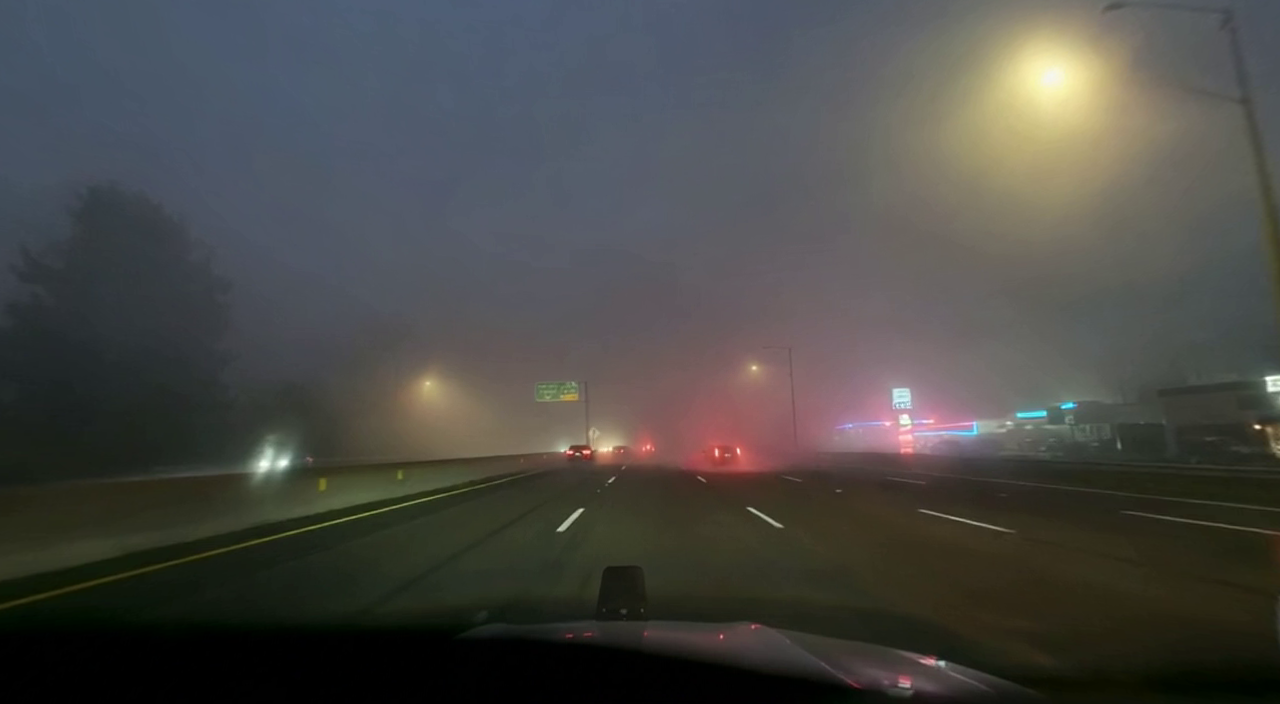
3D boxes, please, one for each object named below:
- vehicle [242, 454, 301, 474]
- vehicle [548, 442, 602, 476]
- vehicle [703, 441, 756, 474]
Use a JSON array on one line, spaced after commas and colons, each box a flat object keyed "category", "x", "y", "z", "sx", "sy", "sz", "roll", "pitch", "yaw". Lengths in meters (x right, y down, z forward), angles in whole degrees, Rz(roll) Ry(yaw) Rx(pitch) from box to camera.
[{"category": "vehicle", "x": -28.585, "y": 8.680, "z": 49.148, "sx": 1.859, "sy": 1.434, "sz": 4.616, "roll": 0, "pitch": -9, "yaw": -1}, {"category": "vehicle", "x": -3.080, "y": 5.165, "z": 30.807, "sx": 2.114, "sy": 1.510, "sz": 4.186, "roll": -1, "pitch": -9, "yaw": 1}, {"category": "vehicle", "x": 4.377, "y": 5.250, "z": 31.612, "sx": 1.909, "sy": 1.467, "sz": 4.940, "roll": 0, "pitch": -9, "yaw": 0}]
